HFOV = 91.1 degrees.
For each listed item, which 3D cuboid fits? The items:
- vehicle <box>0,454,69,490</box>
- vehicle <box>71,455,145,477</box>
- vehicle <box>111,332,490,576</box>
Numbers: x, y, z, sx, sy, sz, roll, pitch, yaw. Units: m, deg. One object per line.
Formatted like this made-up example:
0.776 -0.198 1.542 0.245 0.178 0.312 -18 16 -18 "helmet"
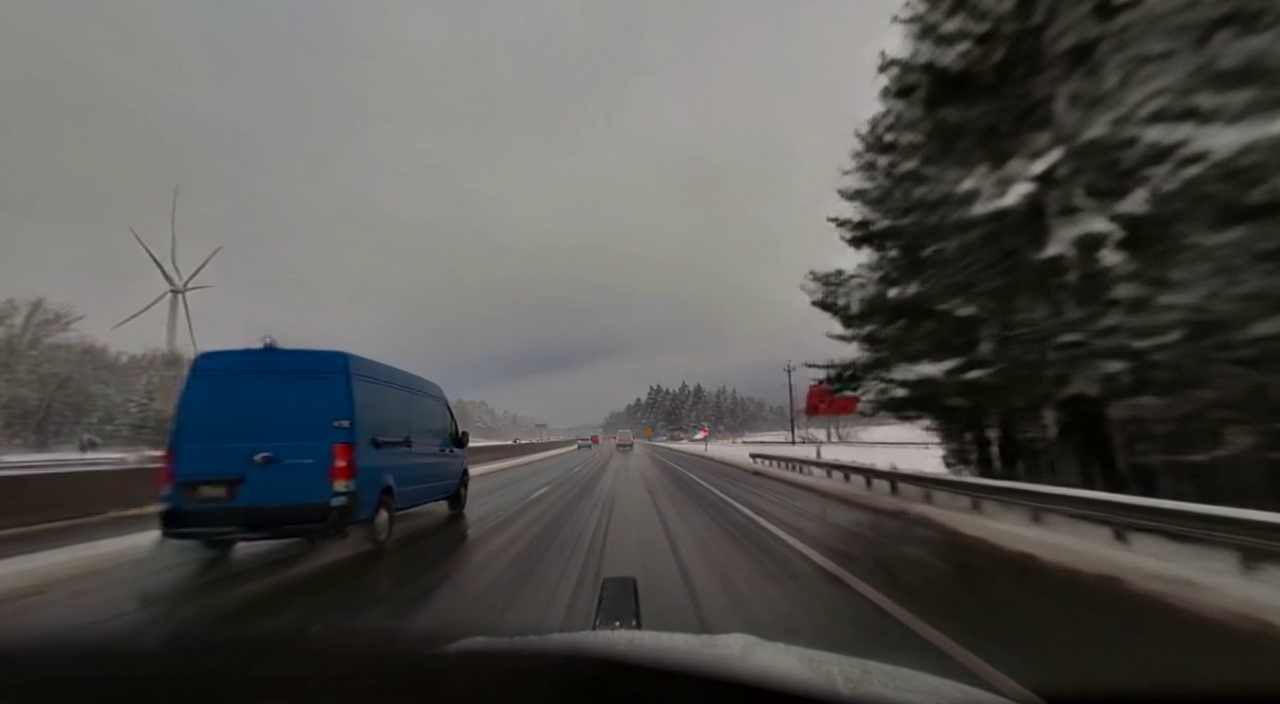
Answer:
-29.102 5.472 28.582 1.898 1.484 4.642 0 -8 0 "vehicle"
-41.718 8.952 49.420 1.797 1.475 4.544 0 -7 0 "vehicle"
-3.845 1.297 8.604 2.303 2.323 5.089 0 -8 0 "vehicle"
